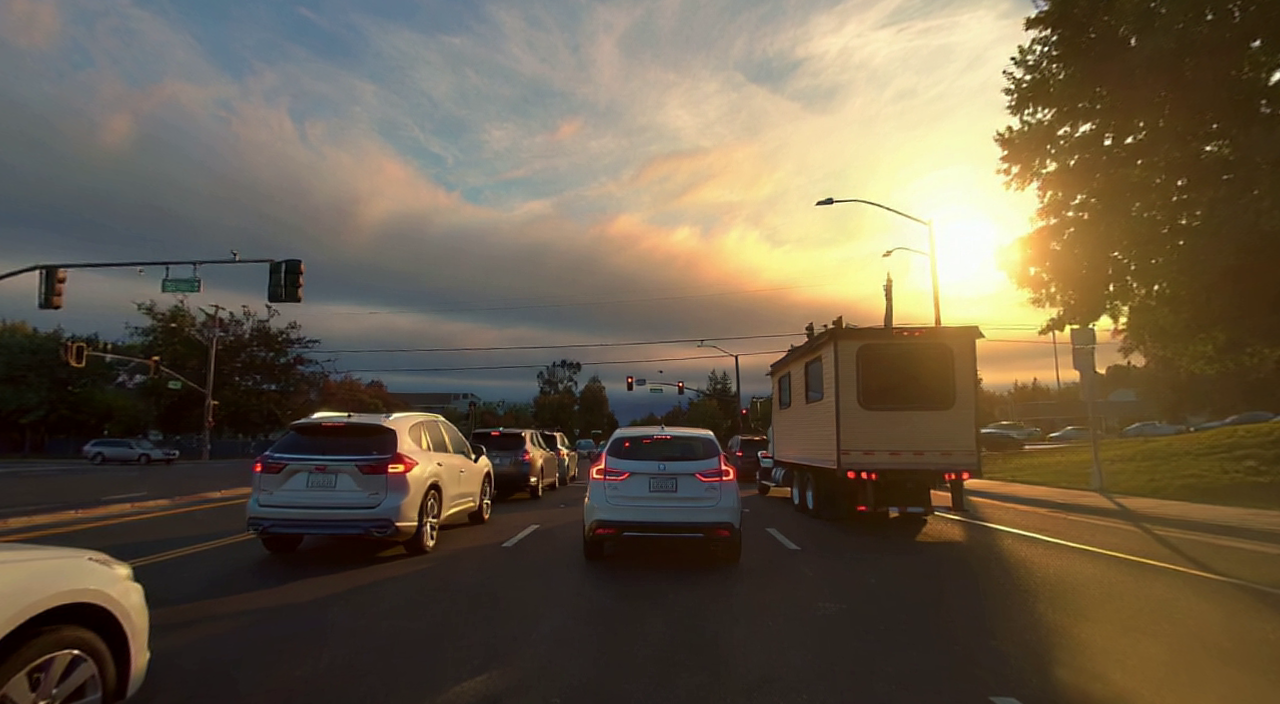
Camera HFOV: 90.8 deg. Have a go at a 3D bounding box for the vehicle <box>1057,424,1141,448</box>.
[{"bbox_3d":[33.190,6.127,45.865,4.671,1.595,1.824,-5,-10,31],"label":"vehicle"}]

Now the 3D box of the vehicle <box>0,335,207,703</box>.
[{"bbox_3d":[-3.434,0.669,1.475,1.952,1.730,4.116,0,-9,-1],"label":"vehicle"}]

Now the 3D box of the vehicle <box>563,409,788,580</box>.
[{"bbox_3d":[0.353,1.706,8.315,2.189,1.649,4.171,0,-9,0],"label":"vehicle"}]

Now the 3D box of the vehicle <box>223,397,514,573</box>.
[{"bbox_3d":[-3.271,1.713,8.842,2.085,1.812,4.388,0,-9,0],"label":"vehicle"}]

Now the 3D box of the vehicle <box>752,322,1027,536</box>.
[{"bbox_3d":[3.684,1.387,10.977,2.531,2.750,5.595,0,-9,1],"label":"vehicle"}]
